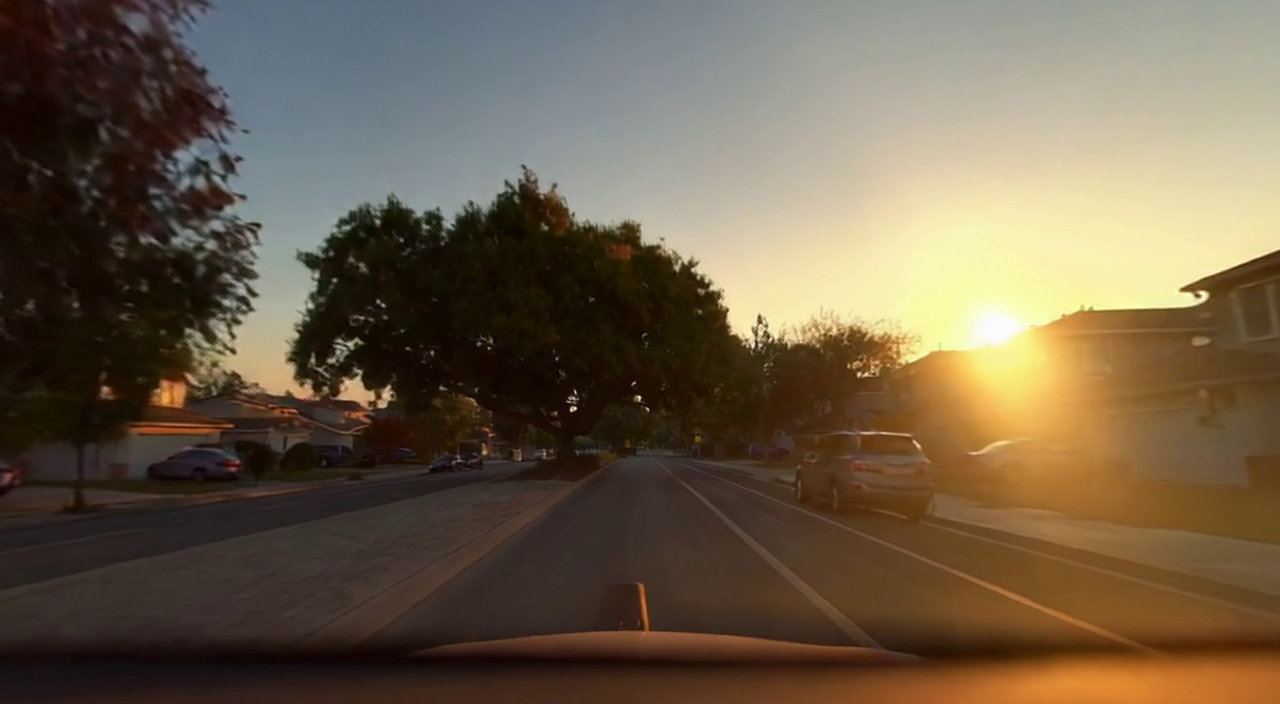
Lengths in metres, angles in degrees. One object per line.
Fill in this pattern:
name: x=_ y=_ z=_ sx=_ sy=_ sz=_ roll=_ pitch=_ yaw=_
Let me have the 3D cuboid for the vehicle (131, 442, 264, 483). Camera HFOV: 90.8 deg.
vehicle: x=-20.806 y=5.188 z=29.837 sx=4.698 sy=1.862 sz=2.116 roll=0 pitch=-8 yaw=2

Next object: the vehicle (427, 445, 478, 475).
vehicle: x=-12.532 y=7.228 z=42.531 sx=2.003 sy=1.804 sz=4.554 roll=-1 pitch=-7 yaw=1

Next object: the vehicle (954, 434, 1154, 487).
vehicle: x=12.197 y=3.205 z=18.857 sx=4.577 sy=1.490 sz=1.903 roll=0 pitch=-8 yaw=0

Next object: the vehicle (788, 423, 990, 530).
vehicle: x=4.805 y=2.471 z=13.189 sx=2.196 sy=1.801 sz=4.778 roll=0 pitch=-8 yaw=-1
